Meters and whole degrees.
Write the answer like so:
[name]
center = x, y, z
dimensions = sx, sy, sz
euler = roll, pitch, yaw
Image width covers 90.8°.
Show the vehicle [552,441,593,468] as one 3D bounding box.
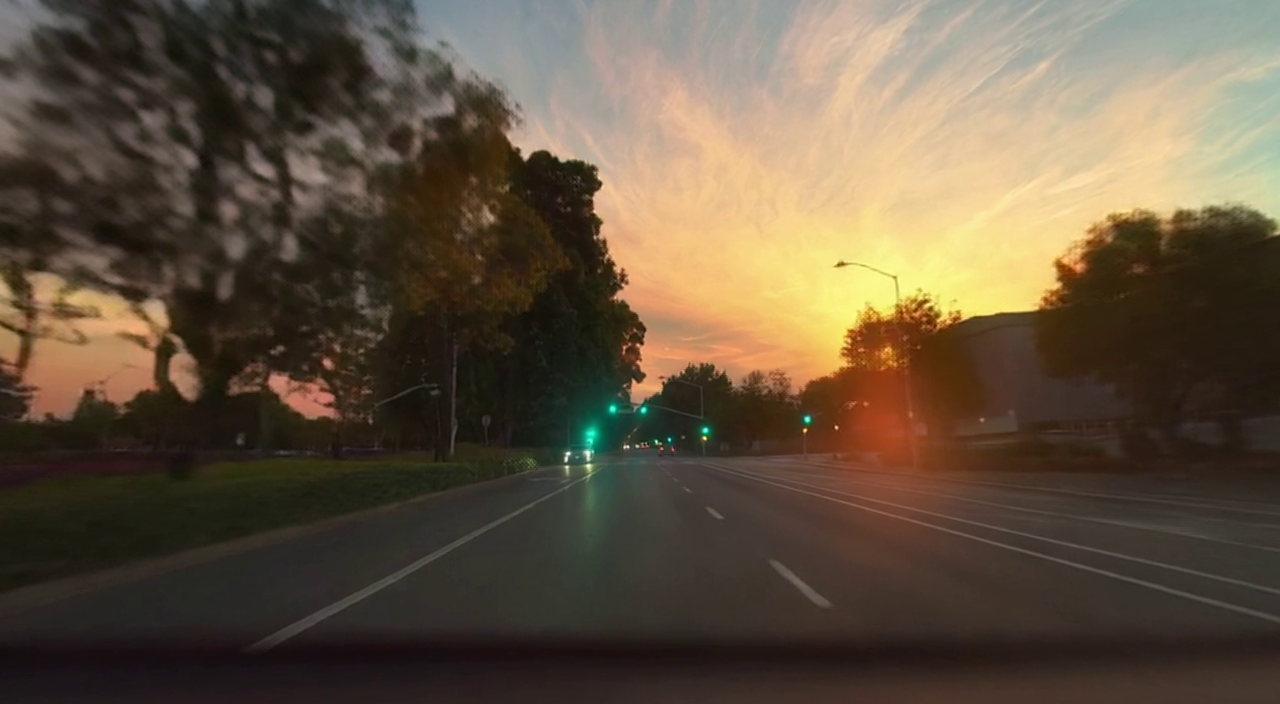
[vehicle]
center = -4.430, 6.807, 42.134
dimensions = 2.156, 1.722, 4.484
euler = -1, -8, 0
